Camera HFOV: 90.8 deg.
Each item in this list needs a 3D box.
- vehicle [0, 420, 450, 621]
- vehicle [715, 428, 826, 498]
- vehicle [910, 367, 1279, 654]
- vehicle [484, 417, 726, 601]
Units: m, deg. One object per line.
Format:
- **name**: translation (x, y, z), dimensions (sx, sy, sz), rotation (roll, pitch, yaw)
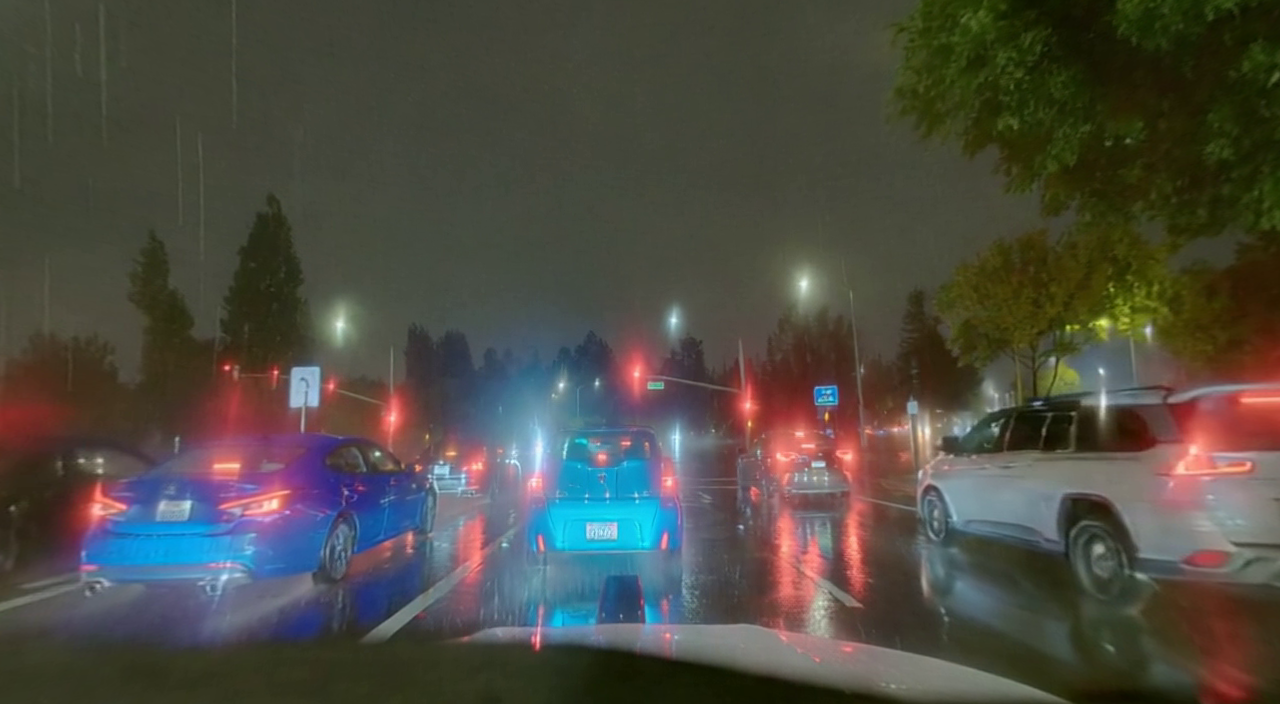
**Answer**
- **vehicle**: translation (-3.811, 1.588, 6.985), dimensions (2.074, 1.485, 4.395), rotation (0, -8, 0)
- **vehicle**: translation (3.437, 3.003, 17.513), dimensions (2.028, 1.678, 4.220), rotation (0, -8, -2)
- **vehicle**: translation (4.775, 1.295, 6.228), dimensions (2.038, 1.750, 4.535), rotation (0, -8, -2)
- **vehicle**: translation (-0.353, 1.640, 7.508), dimensions (2.045, 1.533, 4.183), rotation (0, -8, -2)
